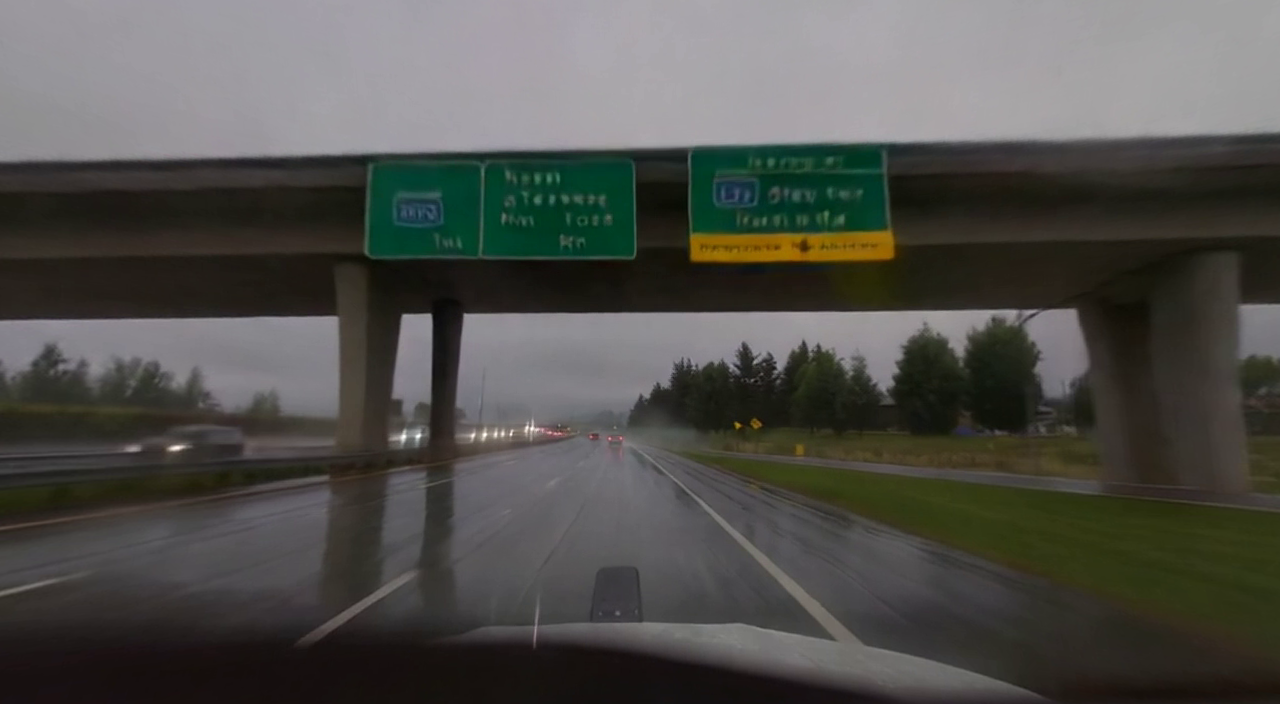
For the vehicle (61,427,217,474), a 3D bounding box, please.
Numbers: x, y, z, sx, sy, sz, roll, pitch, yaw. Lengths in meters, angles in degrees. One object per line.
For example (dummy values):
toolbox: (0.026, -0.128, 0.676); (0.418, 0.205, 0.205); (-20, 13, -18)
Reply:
vehicle: (-17.574, 3.467, 22.418); (1.995, 1.476, 4.462); (0, -8, -2)
